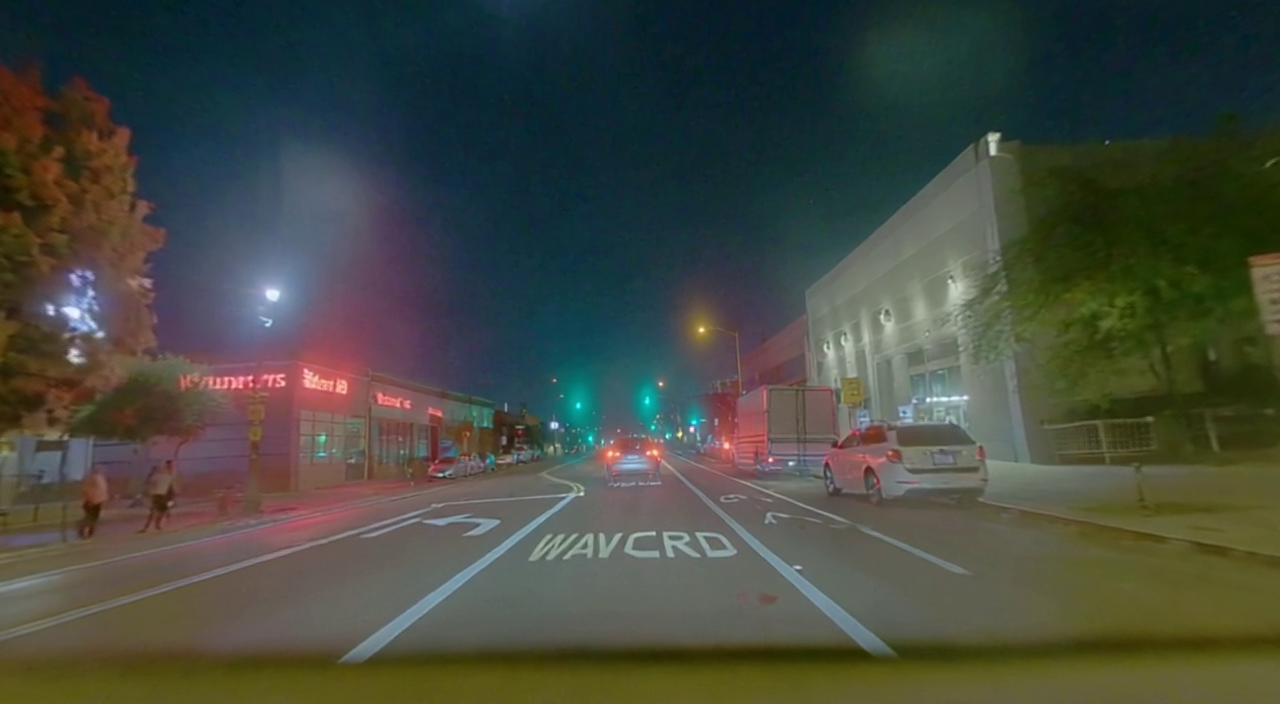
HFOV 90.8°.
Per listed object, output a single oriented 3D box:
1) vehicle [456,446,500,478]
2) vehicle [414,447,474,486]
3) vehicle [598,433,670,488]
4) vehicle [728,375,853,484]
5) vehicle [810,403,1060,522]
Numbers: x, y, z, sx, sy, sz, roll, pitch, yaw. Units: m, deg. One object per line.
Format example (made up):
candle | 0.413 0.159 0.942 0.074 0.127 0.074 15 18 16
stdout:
vehicle | -11.355 7.695 44.575 1.872 1.731 4.656 -4 -6 -2
vehicle | -11.280 6.578 36.636 2.055 1.685 4.370 -6 -5 -1
vehicle | -0.181 3.498 20.735 2.086 1.575 4.205 0 -8 0
vehicle | 5.424 3.050 24.408 2.893 3.553 7.295 0 -8 -1
vehicle | 5.588 2.211 13.223 2.367 1.917 5.810 0 -8 -1
